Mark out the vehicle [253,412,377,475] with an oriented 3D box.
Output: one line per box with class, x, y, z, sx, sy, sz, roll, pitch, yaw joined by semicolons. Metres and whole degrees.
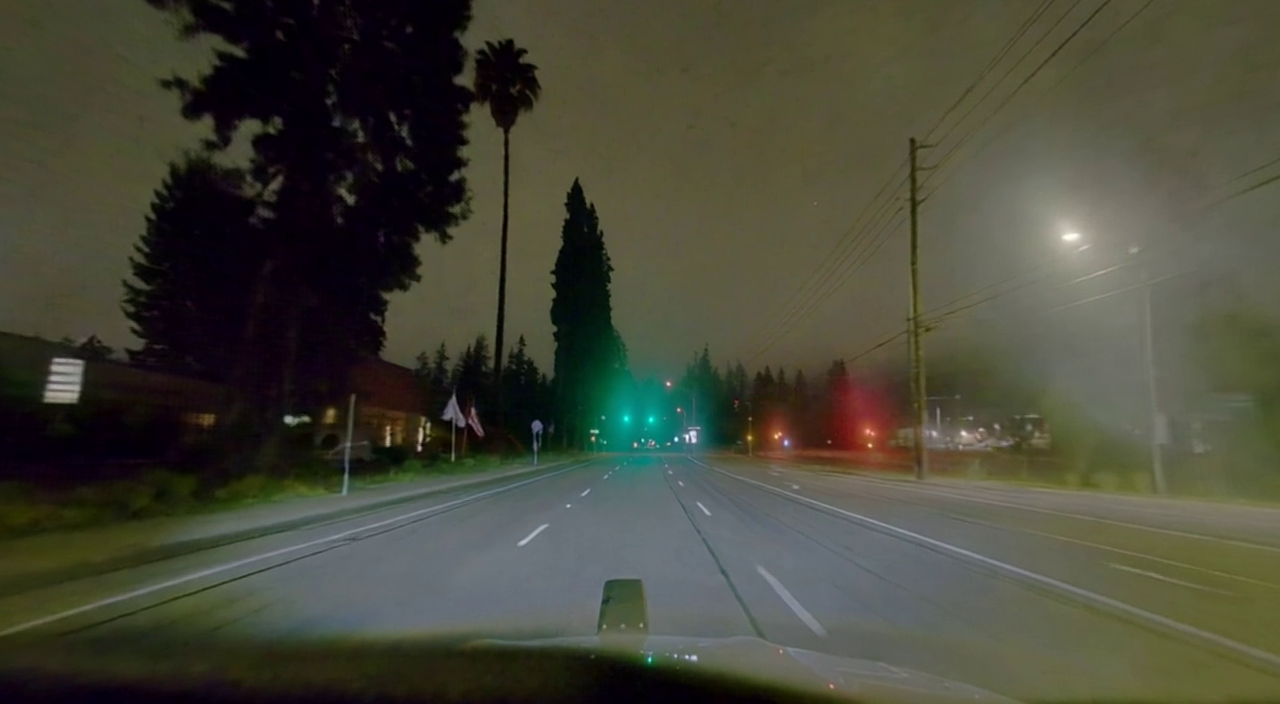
vehicle;-13.064;3.749;25.896;2.476;2.256;5.686;0;-8;-5
